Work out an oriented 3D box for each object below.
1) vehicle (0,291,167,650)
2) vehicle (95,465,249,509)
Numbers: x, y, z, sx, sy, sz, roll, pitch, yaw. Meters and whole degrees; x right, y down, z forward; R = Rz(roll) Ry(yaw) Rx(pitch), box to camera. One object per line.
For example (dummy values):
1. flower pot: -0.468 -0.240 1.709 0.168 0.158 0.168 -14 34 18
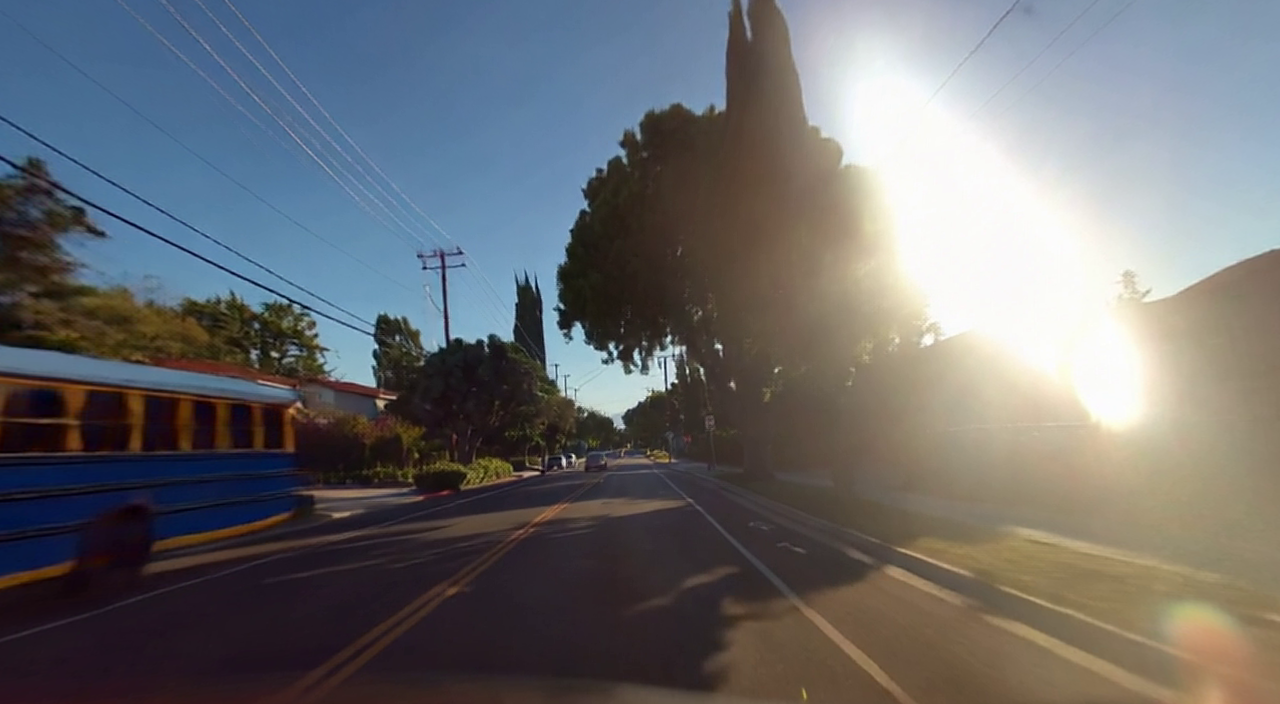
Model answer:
1. vehicle: -6.662 0.652 3.190 2.835 2.876 7.091 0 -9 1
2. vehicle: -16.919 4.868 22.955 4.234 1.436 1.935 -2 -9 8
